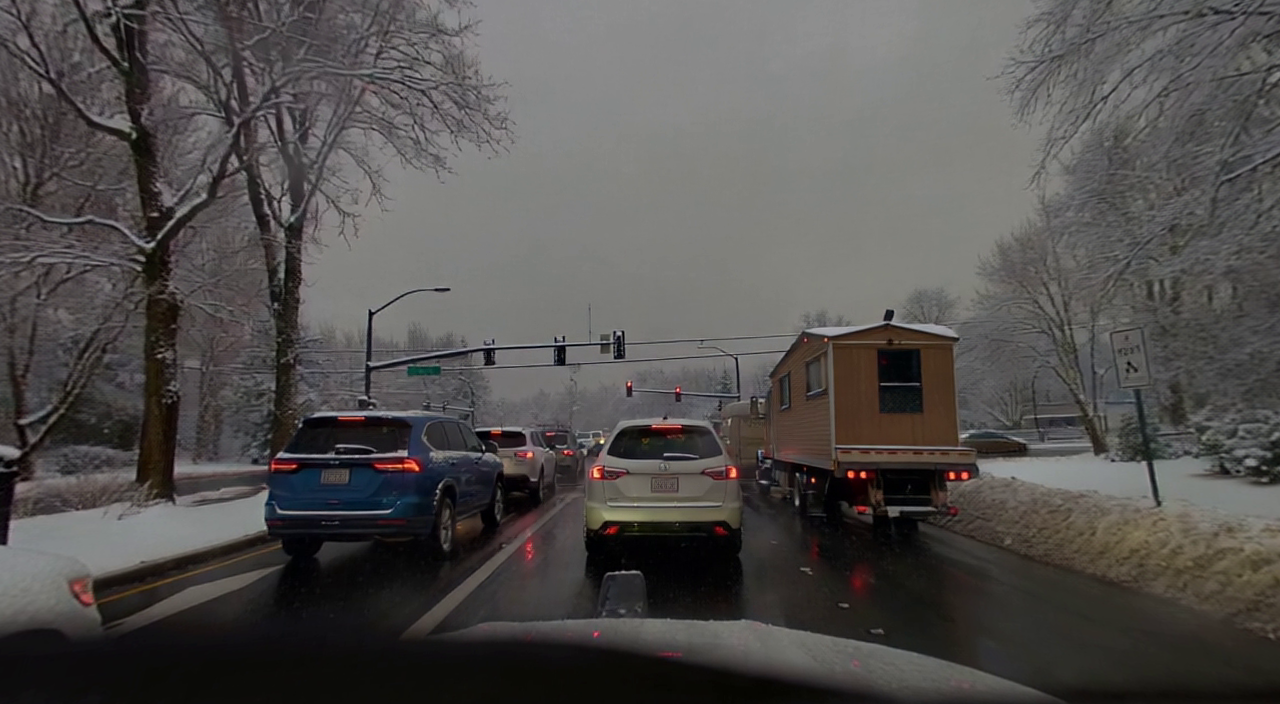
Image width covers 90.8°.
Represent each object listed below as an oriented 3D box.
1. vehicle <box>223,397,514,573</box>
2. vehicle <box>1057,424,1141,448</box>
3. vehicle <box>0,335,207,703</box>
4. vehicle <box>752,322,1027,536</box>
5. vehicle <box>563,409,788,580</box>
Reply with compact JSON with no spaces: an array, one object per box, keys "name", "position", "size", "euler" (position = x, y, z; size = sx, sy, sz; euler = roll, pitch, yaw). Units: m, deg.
[{"name":"vehicle","position":[-3.271,1.713,8.842],"size":[2.085,1.812,4.388],"euler":[0,-9,0]},{"name":"vehicle","position":[33.190,6.127,45.865],"size":[4.671,1.595,1.824],"euler":[-5,-10,31]},{"name":"vehicle","position":[-3.434,0.669,1.475],"size":[1.952,1.730,4.116],"euler":[0,-9,-1]},{"name":"vehicle","position":[3.684,1.387,10.977],"size":[2.531,2.750,5.595],"euler":[0,-9,1]},{"name":"vehicle","position":[0.353,1.706,8.315],"size":[2.189,1.649,4.171],"euler":[0,-9,0]}]
